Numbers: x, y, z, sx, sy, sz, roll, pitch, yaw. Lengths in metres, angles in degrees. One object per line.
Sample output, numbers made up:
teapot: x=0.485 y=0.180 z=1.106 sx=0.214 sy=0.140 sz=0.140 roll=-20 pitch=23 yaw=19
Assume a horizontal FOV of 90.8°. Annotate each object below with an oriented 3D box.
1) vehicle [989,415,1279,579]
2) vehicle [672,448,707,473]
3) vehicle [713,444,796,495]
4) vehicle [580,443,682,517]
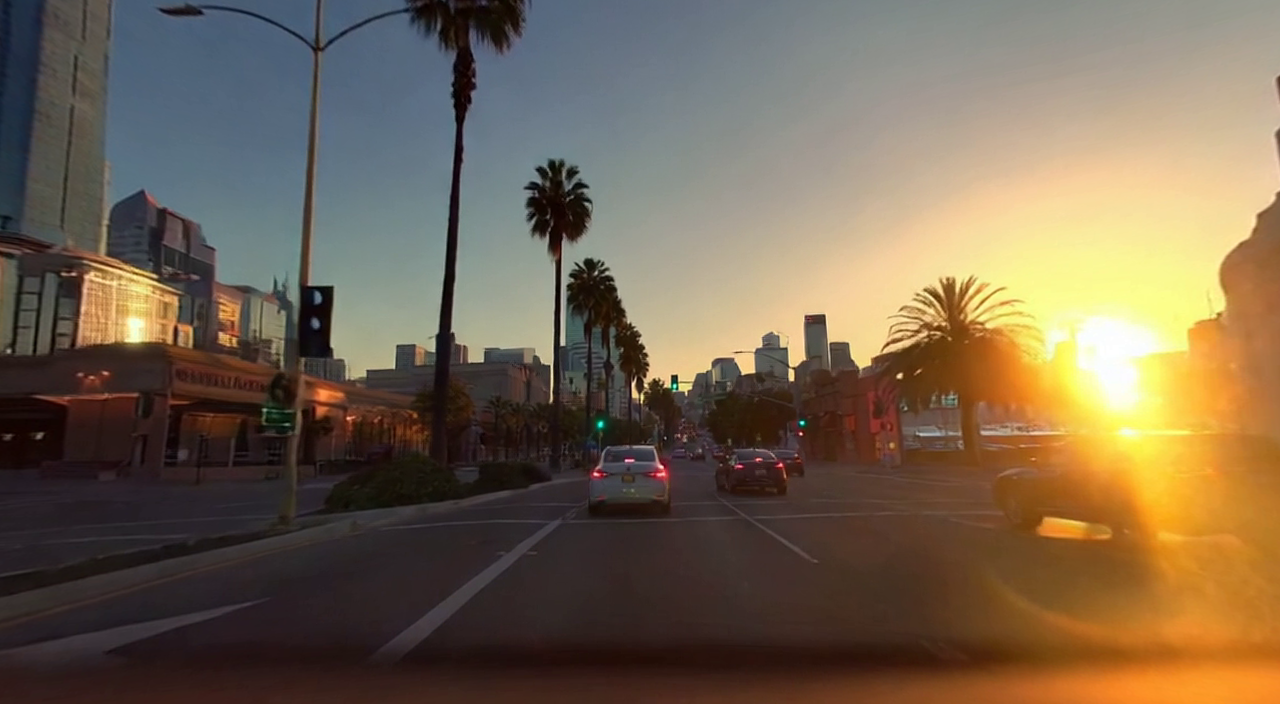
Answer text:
vehicle: x=6.961 y=1.802 z=8.645 sx=1.940 sy=1.674 sz=4.085 roll=0 pitch=-8 yaw=-1
vehicle: x=3.336 y=7.385 z=43.201 sx=2.012 sy=1.570 sz=4.600 roll=0 pitch=-8 yaw=0
vehicle: x=3.734 y=3.900 z=21.369 sx=1.892 sy=1.532 sz=4.177 roll=0 pitch=-8 yaw=-2
vehicle: x=-0.235 y=2.922 z=14.992 sx=2.110 sy=1.487 sz=3.873 roll=0 pitch=-8 yaw=-1
